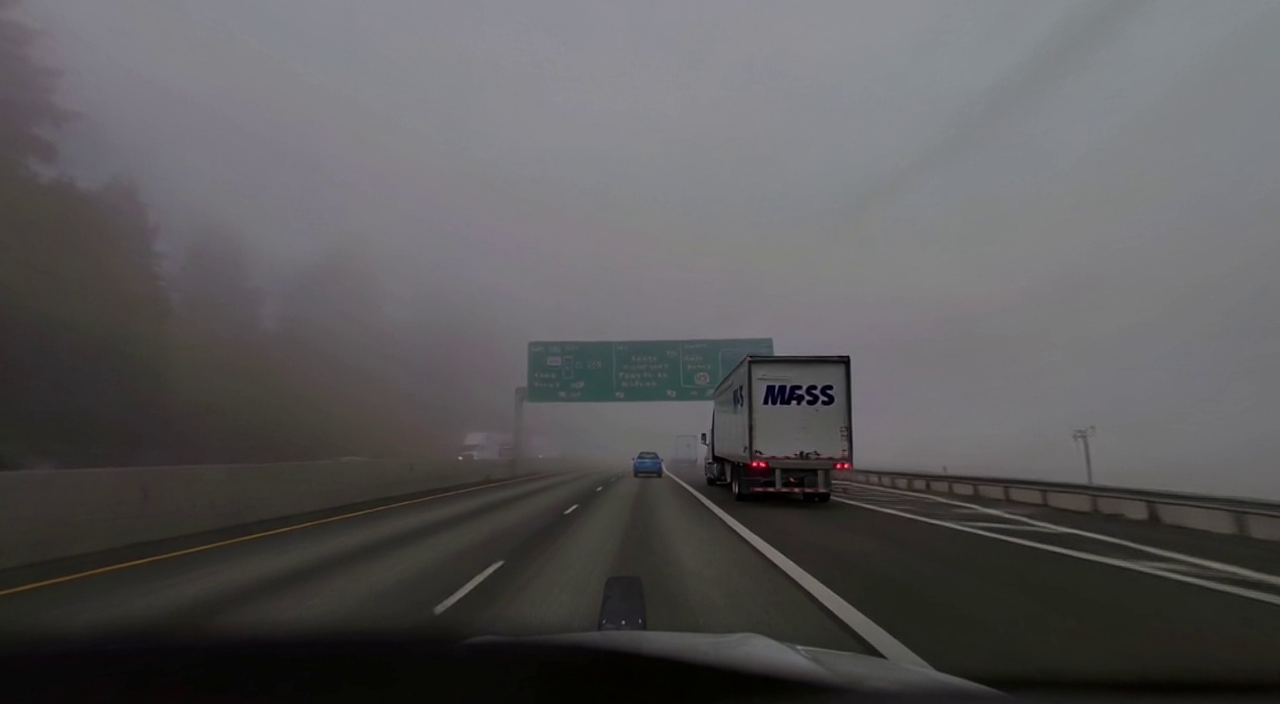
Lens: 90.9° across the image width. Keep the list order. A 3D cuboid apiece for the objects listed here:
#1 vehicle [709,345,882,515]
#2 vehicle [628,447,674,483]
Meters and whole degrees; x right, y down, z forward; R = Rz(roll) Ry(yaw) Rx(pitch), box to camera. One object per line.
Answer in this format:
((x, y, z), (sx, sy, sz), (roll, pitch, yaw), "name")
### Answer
((4.533, 2.925, 22.434), (3.002, 4.104, 14.174), (0, -9, 2), "vehicle")
((0.533, 5.490, 30.939), (2.121, 1.642, 3.828), (0, -9, 1), "vehicle")
